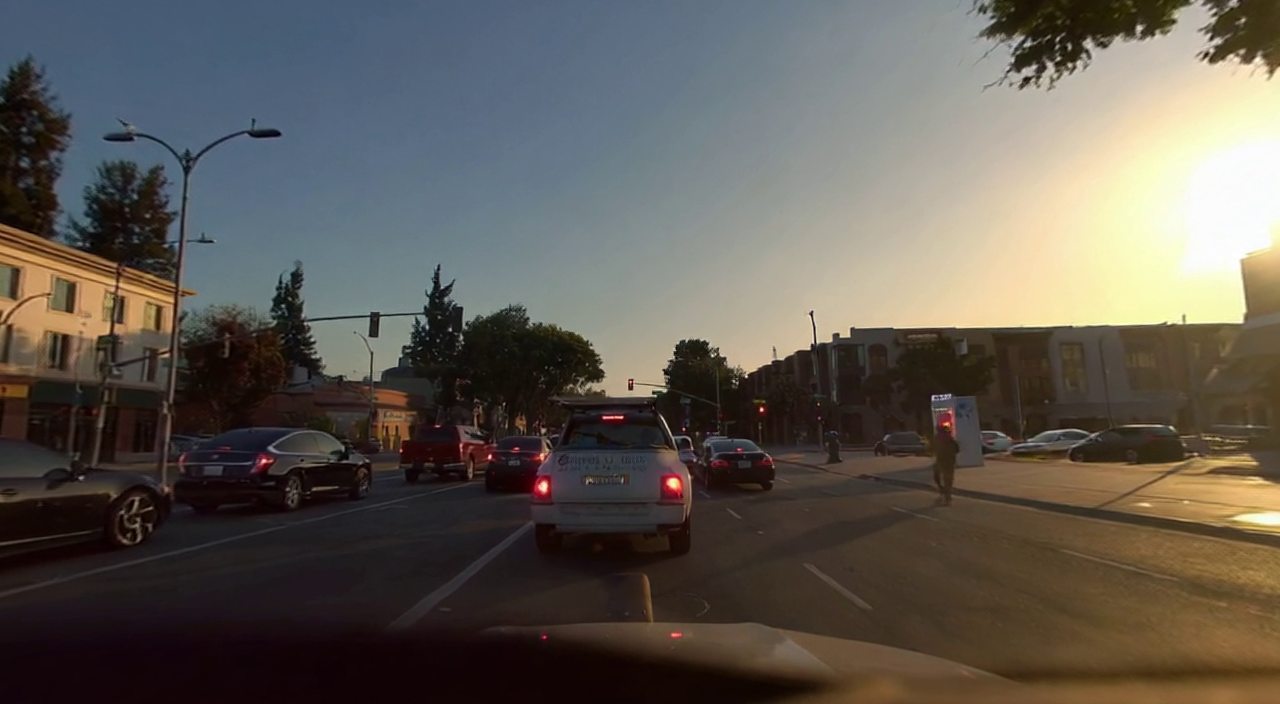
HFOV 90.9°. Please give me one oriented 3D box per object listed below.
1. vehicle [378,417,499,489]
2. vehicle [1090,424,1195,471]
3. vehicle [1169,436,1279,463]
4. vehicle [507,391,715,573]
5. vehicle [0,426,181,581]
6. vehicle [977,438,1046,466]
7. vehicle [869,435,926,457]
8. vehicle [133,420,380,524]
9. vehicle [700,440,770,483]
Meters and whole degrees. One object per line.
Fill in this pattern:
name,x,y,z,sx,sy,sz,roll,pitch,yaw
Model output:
vehicle,-6.465,3.305,20.869,2.496,2.112,4.351,0,-8,1
vehicle,19.302,3.649,24.185,4.156,1.622,1.924,6,-10,-35
vehicle,29.697,4.921,31.895,4.176,1.313,1.719,0,-9,2
vehicle,-0.290,1.619,8.525,2.064,1.817,4.298,0,-8,0
vehicle,-6.963,1.448,6.048,1.831,1.451,4.382,0,-8,-1
vehicle,20.153,5.390,34.152,3.836,1.443,1.694,6,-10,-35
vehicle,20.155,7.324,49.235,4.361,1.653,2.034,6,-10,-36
vehicle,-7.148,2.278,12.480,1.941,1.655,4.503,0,-8,1
vehicle,3.461,4.061,23.729,2.023,1.441,4.240,0,-8,1
